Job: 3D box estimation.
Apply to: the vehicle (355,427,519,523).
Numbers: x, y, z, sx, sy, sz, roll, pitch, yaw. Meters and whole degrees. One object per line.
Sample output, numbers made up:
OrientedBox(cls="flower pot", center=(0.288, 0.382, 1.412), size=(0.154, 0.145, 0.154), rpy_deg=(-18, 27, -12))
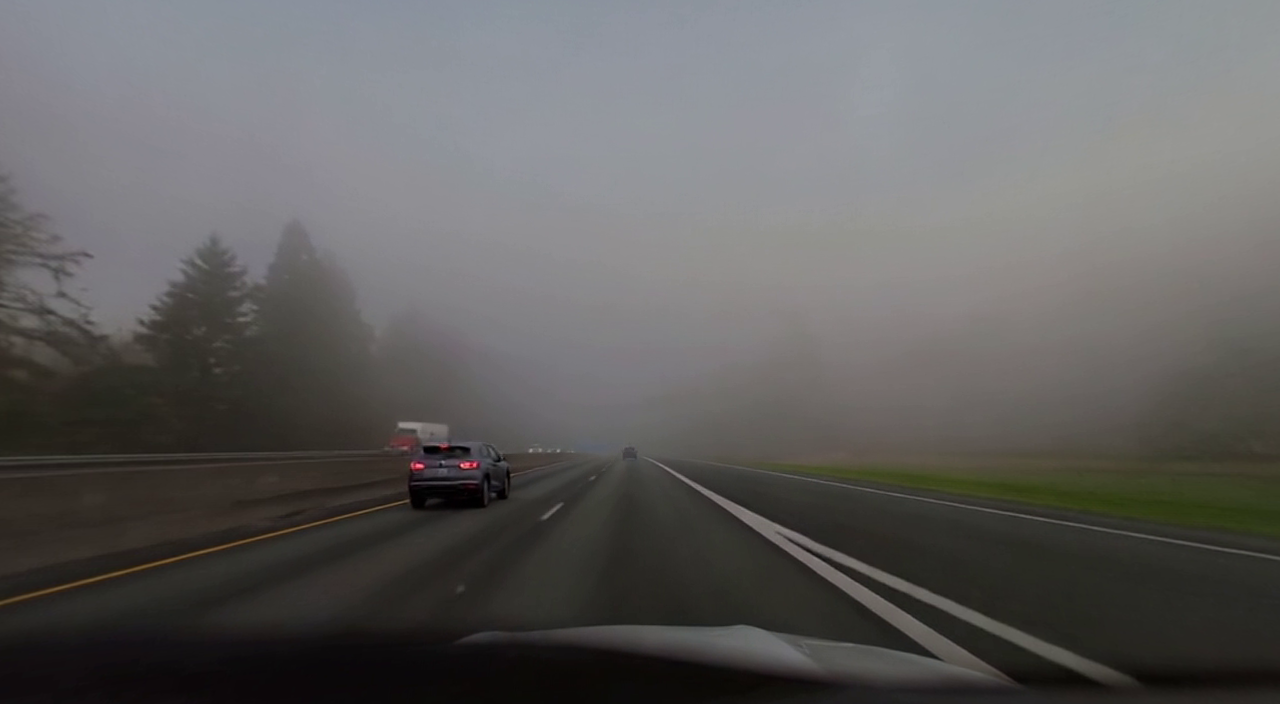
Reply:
OrientedBox(cls="vehicle", center=(-4.124, 2.581, 13.704), size=(2.111, 1.717, 4.426), rpy_deg=(0, -9, 0))
